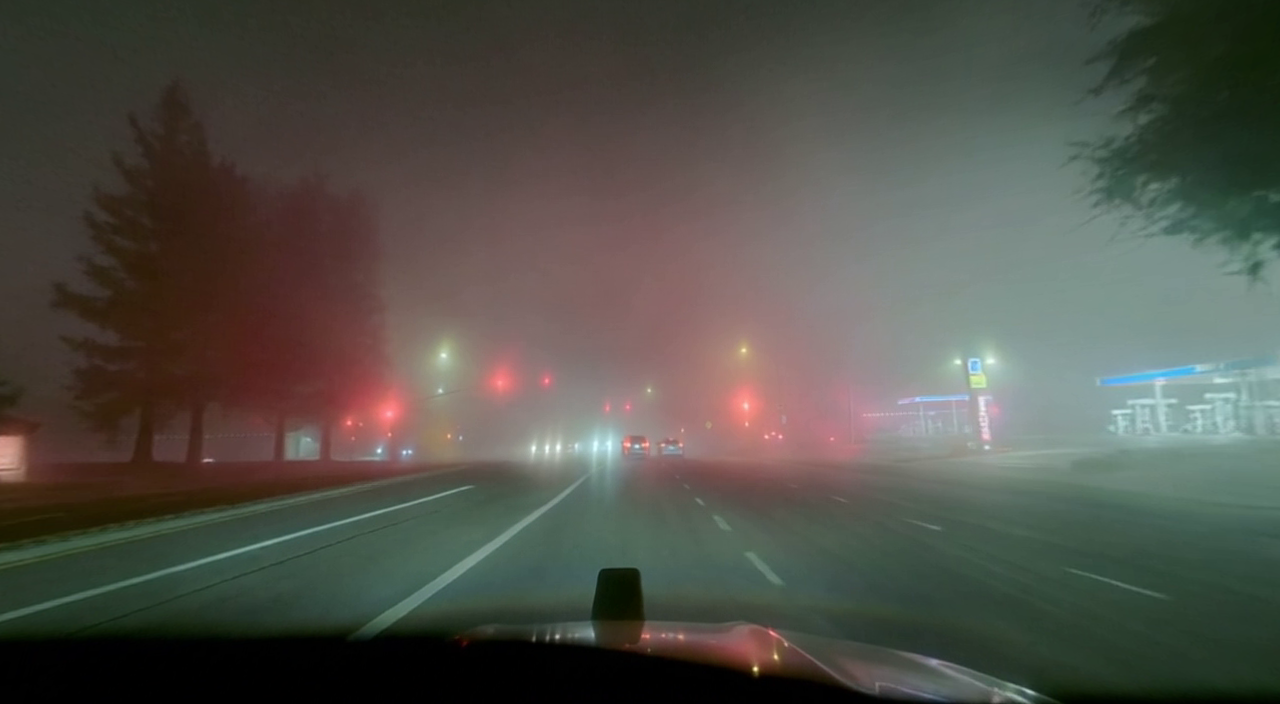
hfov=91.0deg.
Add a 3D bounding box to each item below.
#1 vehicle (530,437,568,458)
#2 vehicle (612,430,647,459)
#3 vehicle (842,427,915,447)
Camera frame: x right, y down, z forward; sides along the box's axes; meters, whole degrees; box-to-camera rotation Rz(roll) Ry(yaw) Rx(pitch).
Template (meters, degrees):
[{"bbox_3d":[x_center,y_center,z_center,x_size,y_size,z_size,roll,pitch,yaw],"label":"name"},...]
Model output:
[{"bbox_3d":[-6.342,6.737,44.443,2.033,1.442,4.668,0,-8,-1],"label":"vehicle"},{"bbox_3d":[-0.644,5.943,40.343,2.146,1.742,4.095,0,-8,-1],"label":"vehicle"},{"bbox_3d":[18.052,6.446,47.815,4.660,1.462,2.034,0,-9,0],"label":"vehicle"}]
